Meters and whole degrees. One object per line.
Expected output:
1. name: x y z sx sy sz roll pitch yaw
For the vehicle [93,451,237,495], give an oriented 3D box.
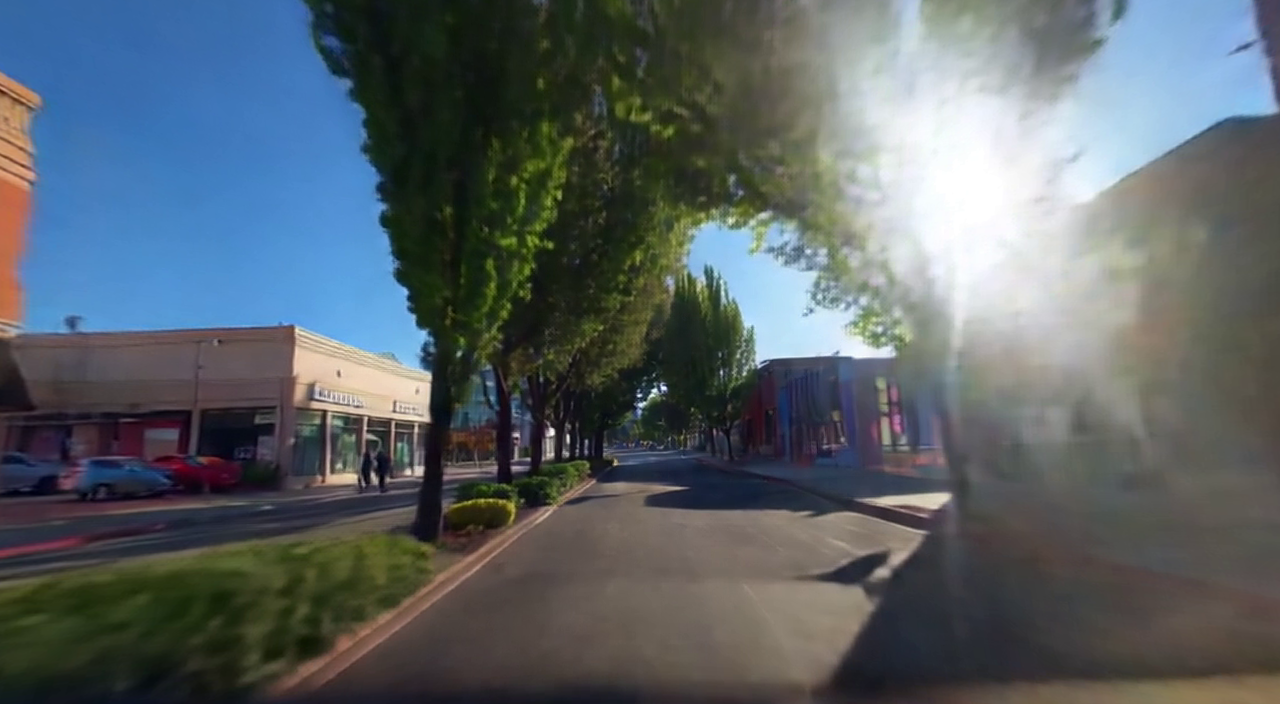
1. vehicle: -18.205 4.619 24.541 1.837 1.471 4.756 0 -8 1
